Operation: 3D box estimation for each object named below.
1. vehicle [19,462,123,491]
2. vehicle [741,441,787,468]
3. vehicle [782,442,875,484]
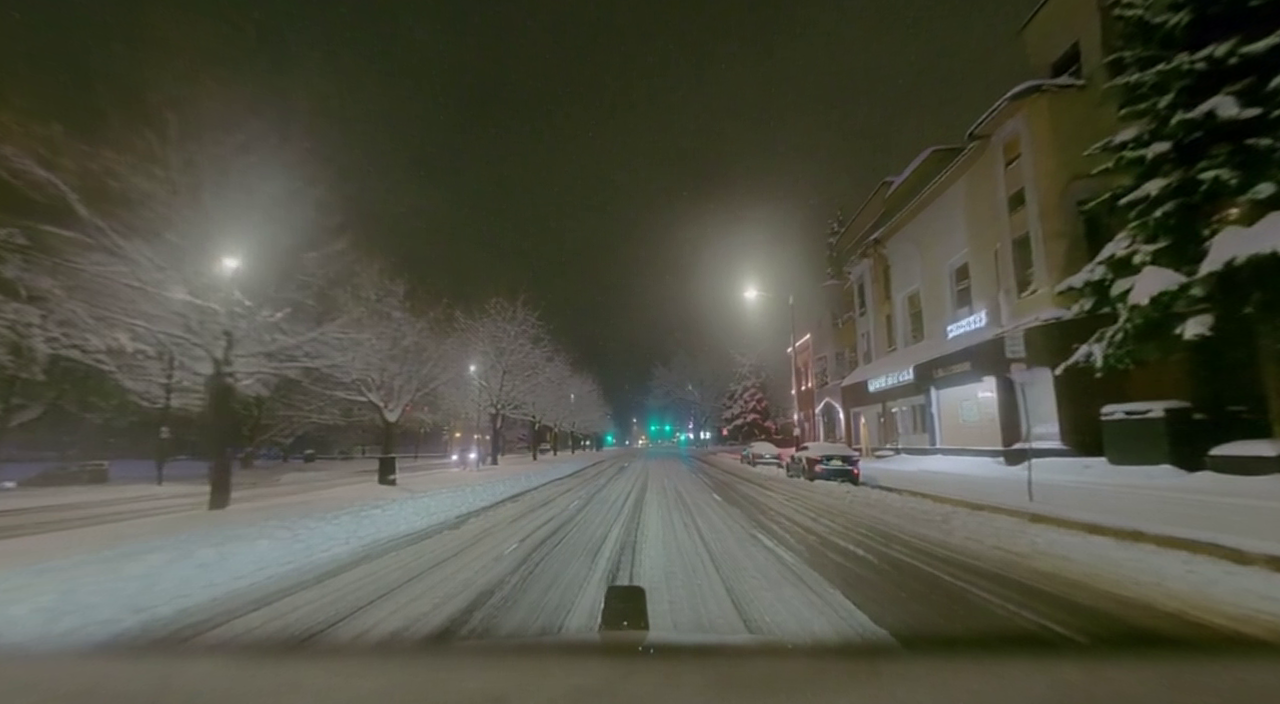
[{"bbox_3d":[-35.085,7.659,38.944,4.405,1.458,1.990,-2,-9,-4],"label":"vehicle"},{"bbox_3d":[7.394,6.157,38.070,1.923,1.498,4.676,1,-8,1],"label":"vehicle"},{"bbox_3d":[7.175,4.252,24.615,2.119,1.458,4.965,1,-8,0],"label":"vehicle"}]
